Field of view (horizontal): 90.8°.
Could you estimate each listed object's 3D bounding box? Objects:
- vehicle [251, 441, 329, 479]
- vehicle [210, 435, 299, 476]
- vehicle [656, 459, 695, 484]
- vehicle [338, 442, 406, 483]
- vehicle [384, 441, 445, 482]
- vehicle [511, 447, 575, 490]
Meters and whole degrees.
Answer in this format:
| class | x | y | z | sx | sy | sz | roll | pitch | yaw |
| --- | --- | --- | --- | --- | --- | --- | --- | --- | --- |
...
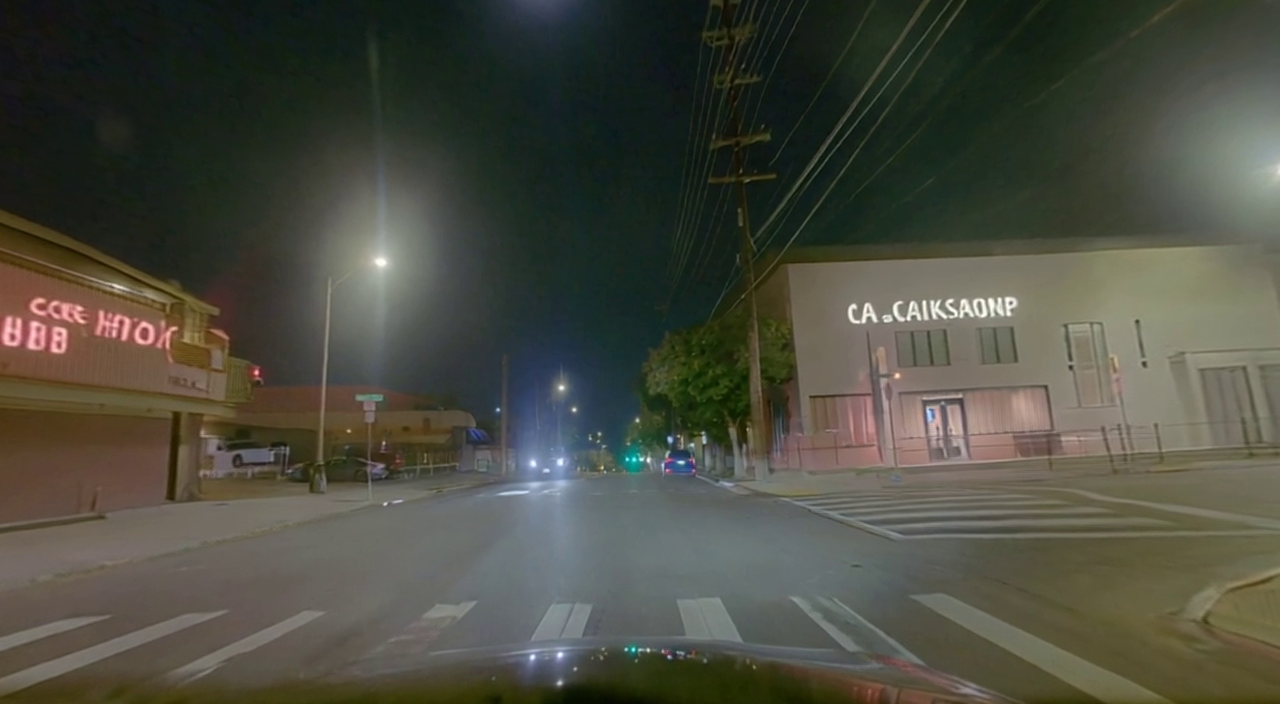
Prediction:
| class | x | y | z | sx | sy | sz | roll | pitch | yaw |
| --- | --- | --- | --- | --- | --- | --- | --- | --- | --- |
| vehicle | -25.439 | 7.840 | 46.264 | 2.288 | 2.514 | 5.886 | 0 | -8 | 0 |
| vehicle | -28.116 | 7.554 | 46.478 | 2.249 | 2.760 | 6.636 | 0 | -8 | 0 |
| vehicle | 2.114 | 7.232 | 38.430 | 1.877 | 1.373 | 3.854 | 0 | -8 | -4 |
| vehicle | -19.482 | 7.984 | 46.261 | 2.256 | 2.668 | 5.979 | 0 | -7 | 0 |
| vehicle | -16.554 | 8.100 | 46.812 | 2.715 | 2.789 | 6.225 | 0 | -10 | -5 |
| vehicle | -4.735 | 5.744 | 31.649 | 2.495 | 1.966 | 4.846 | 0 | -8 | -1 |
